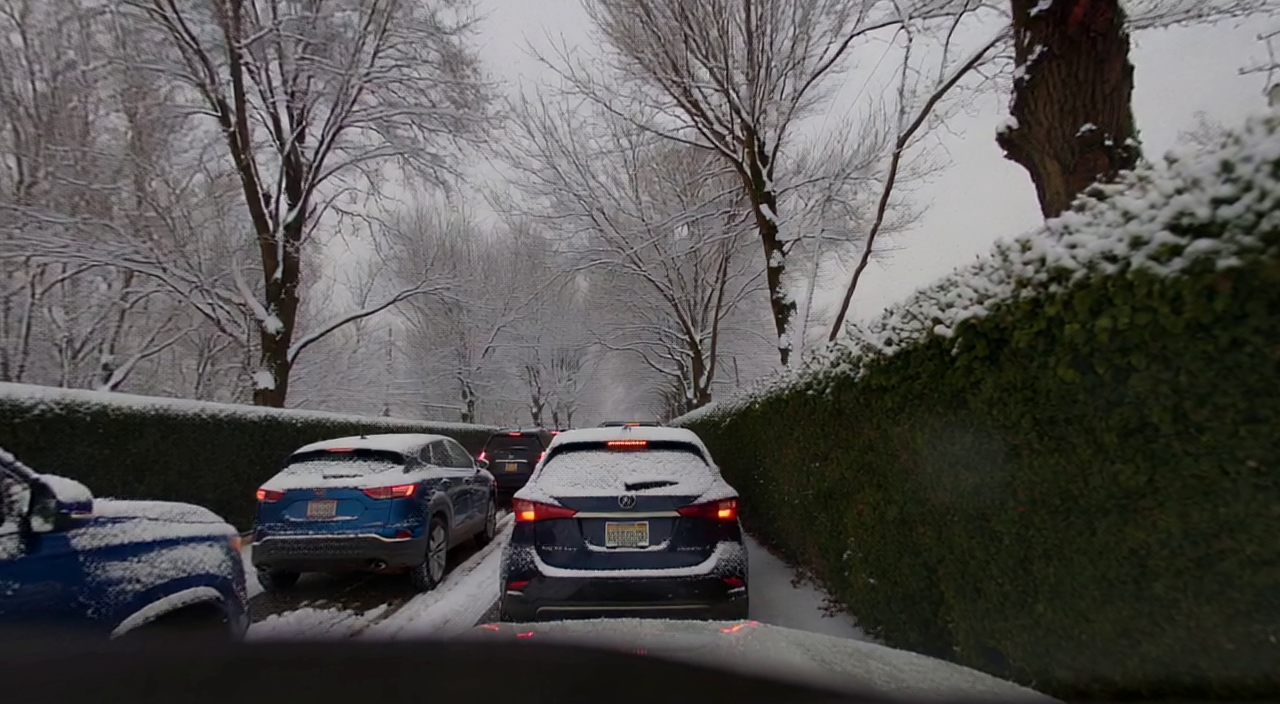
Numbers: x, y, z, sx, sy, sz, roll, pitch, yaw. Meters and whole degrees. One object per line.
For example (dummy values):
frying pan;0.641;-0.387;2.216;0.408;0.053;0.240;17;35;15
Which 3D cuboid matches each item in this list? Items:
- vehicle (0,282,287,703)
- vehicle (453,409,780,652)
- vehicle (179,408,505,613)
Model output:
vehicle;-3.283;0.676;1.263;2.205;1.913;5.327;-6;-8;-2
vehicle;-0.174;1.494;6.234;2.154;1.581;4.007;0;-9;-1
vehicle;-3.400;1.850;8.304;2.256;1.728;4.421;-6;-8;-2
